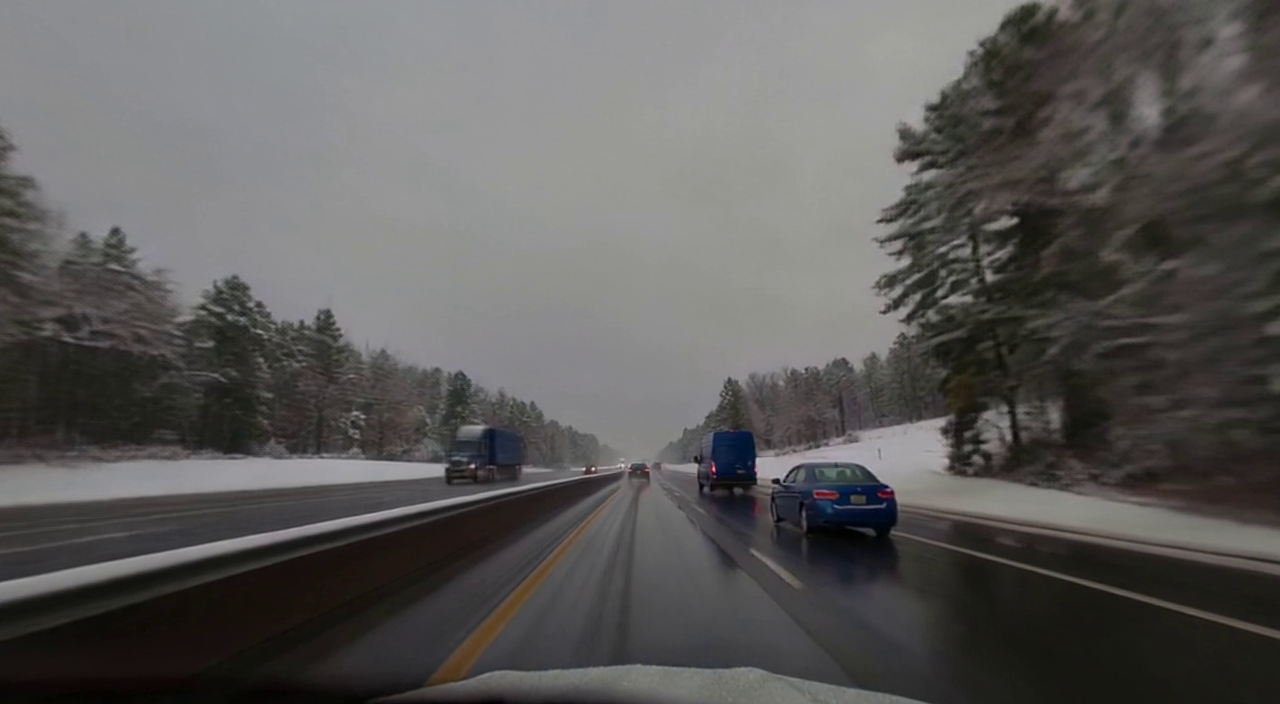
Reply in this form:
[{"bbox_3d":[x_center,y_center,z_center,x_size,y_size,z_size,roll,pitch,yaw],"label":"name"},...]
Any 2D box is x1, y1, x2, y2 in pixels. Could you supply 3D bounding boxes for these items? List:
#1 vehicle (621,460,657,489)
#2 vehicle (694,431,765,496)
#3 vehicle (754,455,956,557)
[{"bbox_3d":[-0.072,7.940,40.850,2.212,1.717,4.452,1,-10,0],"label":"vehicle"},{"bbox_3d":[4.446,5.803,32.736,2.563,2.975,6.941,1,-10,-1],"label":"vehicle"},{"bbox_3d":[3.763,2.833,12.229,2.073,1.532,4.969,1,-10,-1],"label":"vehicle"}]
